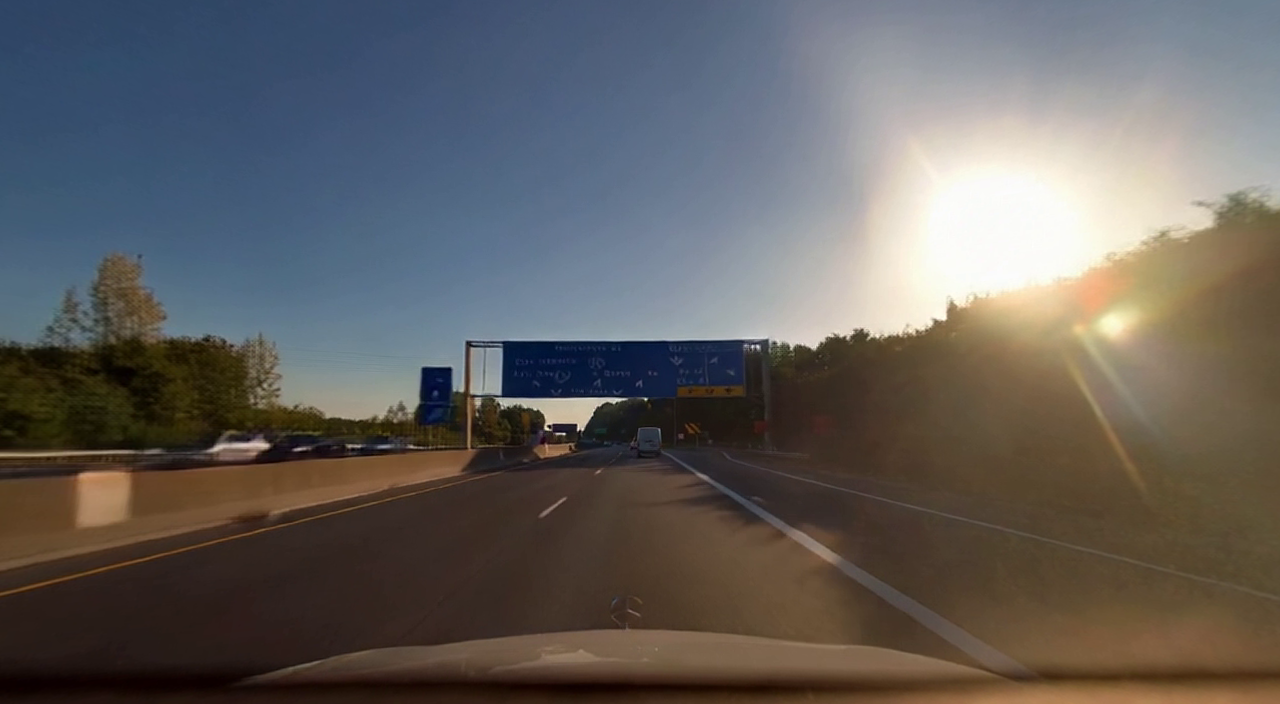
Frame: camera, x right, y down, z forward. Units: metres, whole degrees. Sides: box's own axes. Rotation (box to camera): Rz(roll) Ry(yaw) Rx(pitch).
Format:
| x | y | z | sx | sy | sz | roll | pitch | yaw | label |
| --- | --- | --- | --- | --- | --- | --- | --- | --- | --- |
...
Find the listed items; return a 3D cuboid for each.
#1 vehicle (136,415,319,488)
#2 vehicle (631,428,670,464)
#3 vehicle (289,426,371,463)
| x | y | z | sx | sy | sz | roll | pitch | yaw | label |
| --- | --- | --- | --- | --- | --- | --- | --- | --- | --- |
| -16.477 | 4.042 | 25.937 | 2.575 | 2.531 | 7.355 | 1 | -8 | -1 | vehicle |
| 0.655 | 5.921 | 39.646 | 2.277 | 2.109 | 4.922 | 1 | -8 | 1 | vehicle |
| -16.254 | 4.842 | 33.237 | 1.891 | 1.776 | 4.615 | -1 | -8 | 1 | vehicle |
